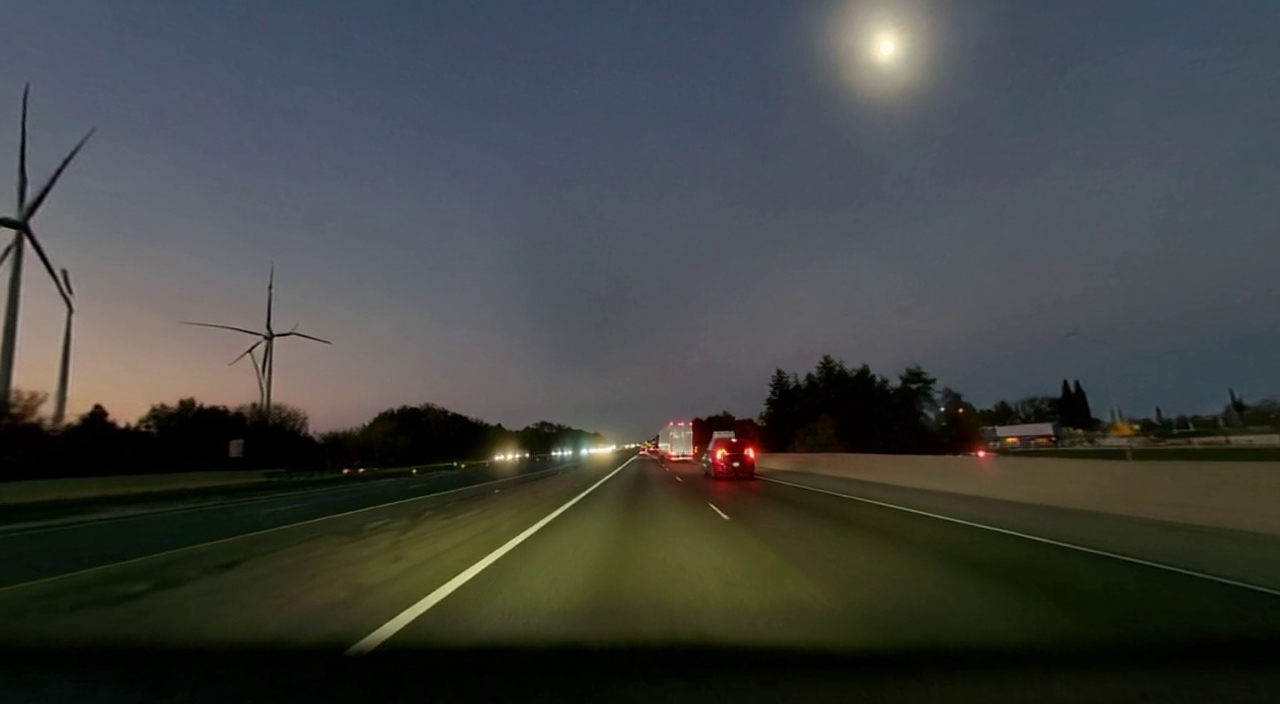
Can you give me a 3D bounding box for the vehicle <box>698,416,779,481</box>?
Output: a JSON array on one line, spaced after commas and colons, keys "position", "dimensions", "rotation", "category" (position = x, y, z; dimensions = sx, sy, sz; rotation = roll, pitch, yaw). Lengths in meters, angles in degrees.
[{"position": [4.312, 4.422, 28.727], "dimensions": [2.609, 2.648, 5.397], "rotation": [0, -9, -2], "category": "vehicle"}]
